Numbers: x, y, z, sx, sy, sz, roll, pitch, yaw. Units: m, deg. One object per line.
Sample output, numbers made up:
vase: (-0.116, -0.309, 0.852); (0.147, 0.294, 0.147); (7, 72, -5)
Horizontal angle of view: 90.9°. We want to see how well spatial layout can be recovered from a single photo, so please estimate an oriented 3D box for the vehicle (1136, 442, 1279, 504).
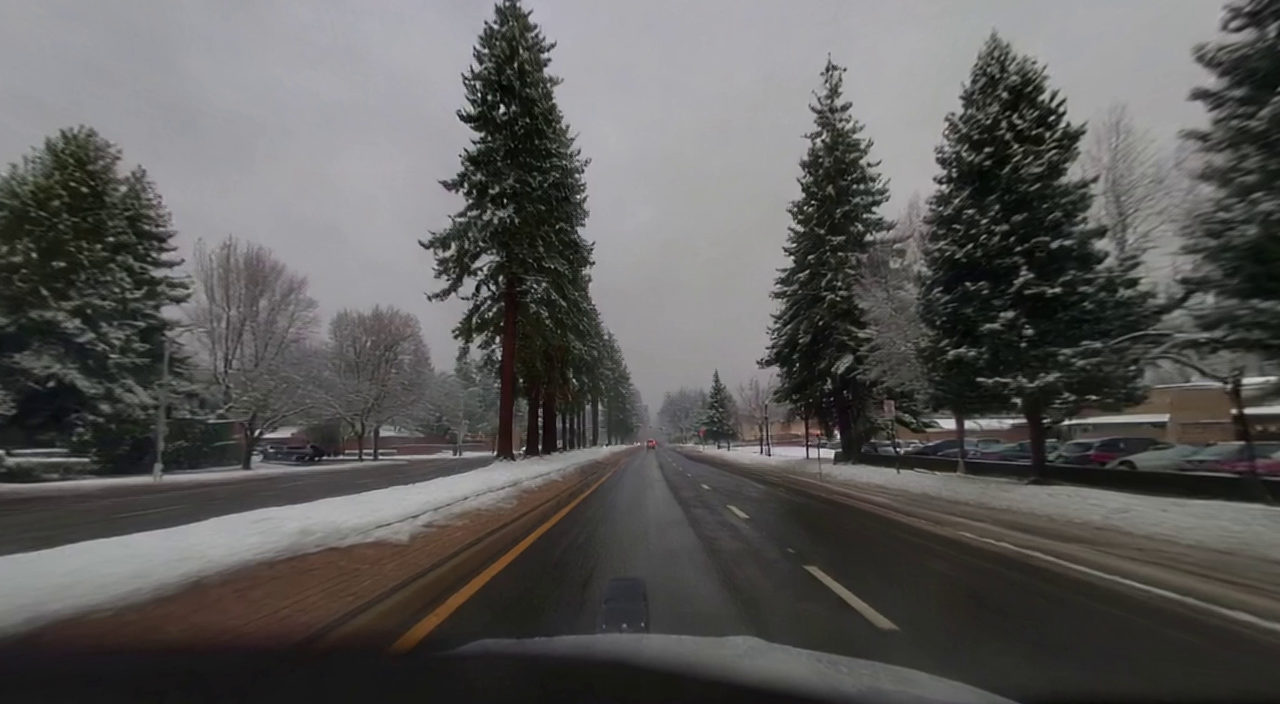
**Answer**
vehicle: (15.816, 3.066, 16.224); (4.263, 1.457, 2.078); (0, -8, 1)
